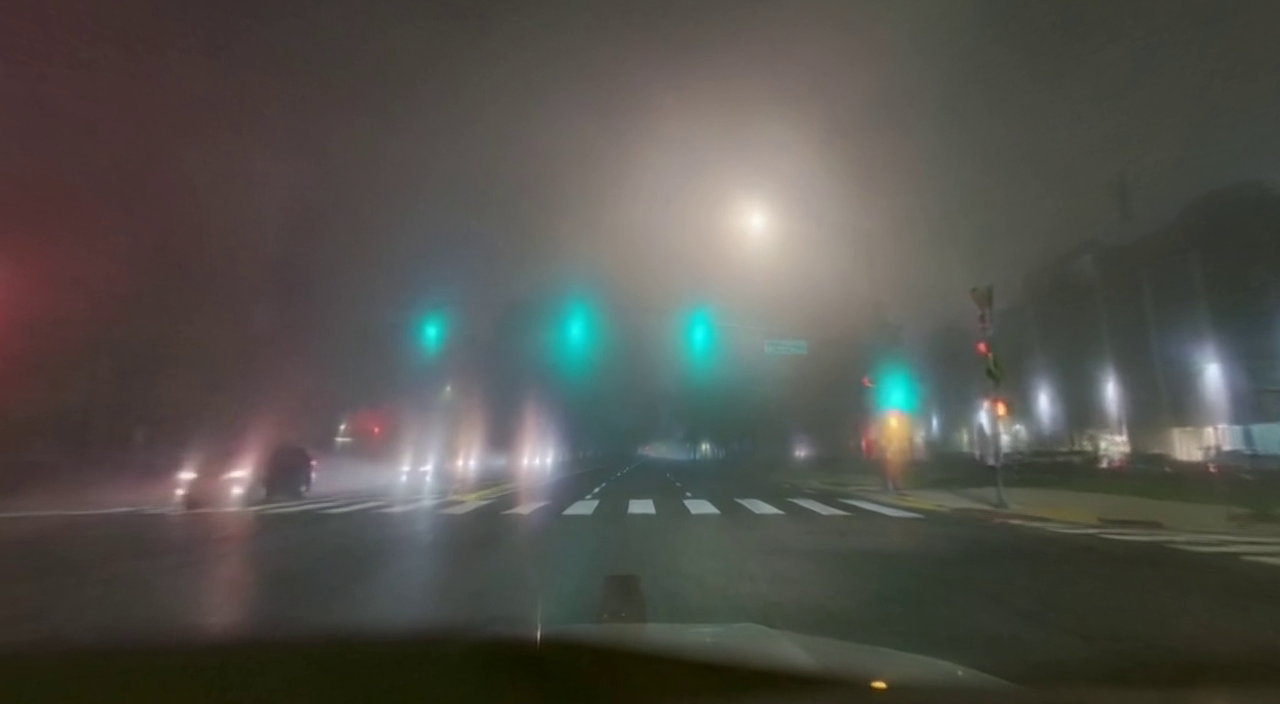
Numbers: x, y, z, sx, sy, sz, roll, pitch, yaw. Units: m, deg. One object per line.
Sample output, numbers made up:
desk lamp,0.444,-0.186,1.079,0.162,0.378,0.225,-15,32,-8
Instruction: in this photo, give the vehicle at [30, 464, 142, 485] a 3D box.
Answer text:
vehicle,-30.624,6.763,34.754,4.611,1.021,1.473,1,-8,-4

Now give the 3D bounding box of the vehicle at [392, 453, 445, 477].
vehicle,-14.968,7.657,42.694,1.920,1.499,4.378,0,-9,1

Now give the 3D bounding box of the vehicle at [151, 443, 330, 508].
vehicle,-11.631,3.586,18.819,2.069,1.673,4.853,0,-9,1
